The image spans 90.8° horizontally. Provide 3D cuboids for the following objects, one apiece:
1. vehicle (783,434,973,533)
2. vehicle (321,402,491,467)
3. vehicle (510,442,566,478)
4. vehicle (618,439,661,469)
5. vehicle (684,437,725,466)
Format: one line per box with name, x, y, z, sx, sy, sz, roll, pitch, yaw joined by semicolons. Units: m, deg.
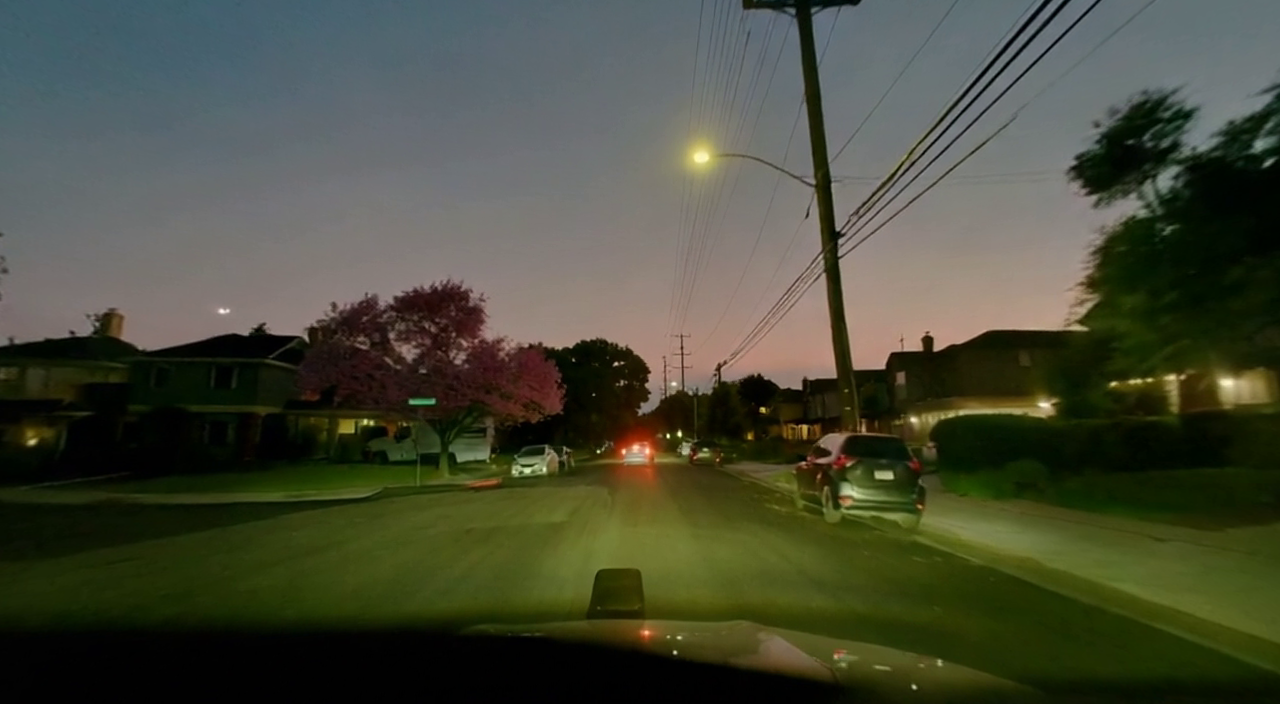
vehicle;4.248;2.391;12.184;2.058;1.535;4.323;0;-8;1
vehicle;-12.913;4.656;35.423;8.239;3.354;2.902;1;-9;1
vehicle;-4.758;5.097;30.158;1.874;1.413;4.442;0;-6;1
vehicle;0.050;5.385;33.510;2.075;1.449;4.526;0;-8;2
vehicle;4.013;6.264;39.933;2.103;1.679;4.386;0;-8;0
